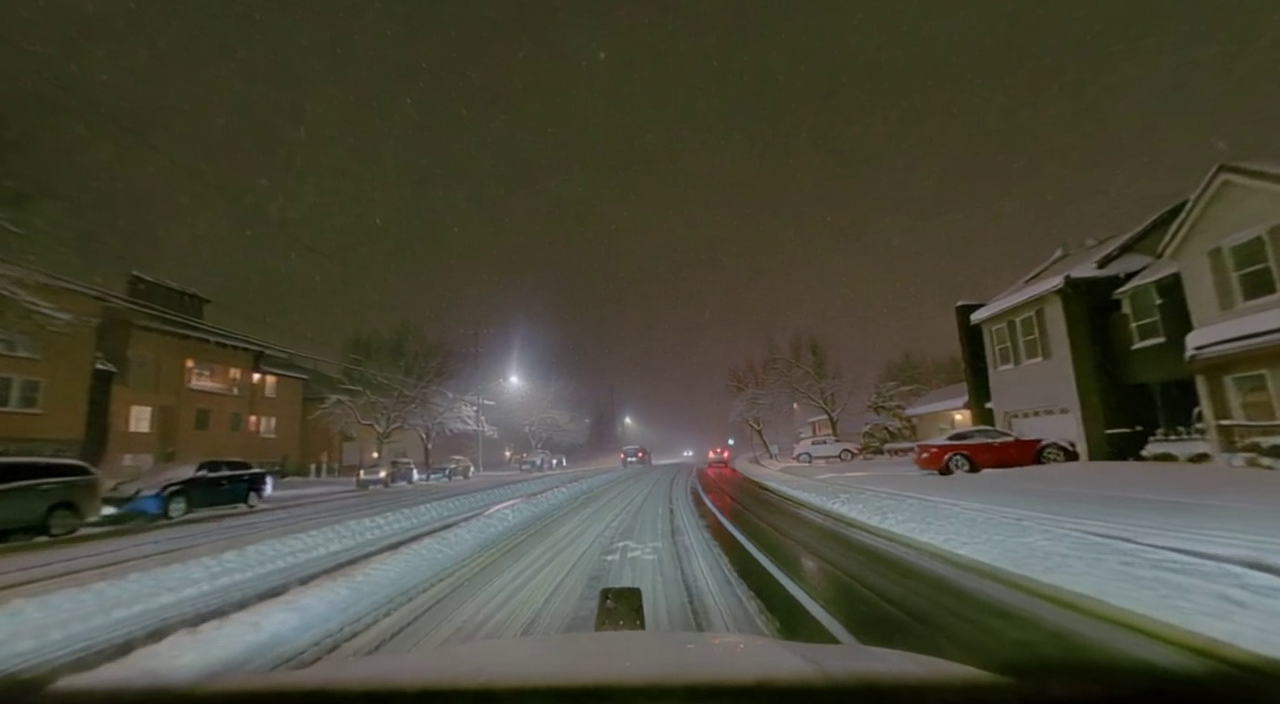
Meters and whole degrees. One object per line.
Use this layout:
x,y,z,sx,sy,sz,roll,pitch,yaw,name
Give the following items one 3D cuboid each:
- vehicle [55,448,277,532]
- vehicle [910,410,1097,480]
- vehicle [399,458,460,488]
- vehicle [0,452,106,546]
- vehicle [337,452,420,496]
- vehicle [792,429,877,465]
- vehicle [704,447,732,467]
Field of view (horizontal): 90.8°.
-13.952,4.017,19.283,2.114,1.931,5.936,-6,-9,2,vehicle
10.918,2.843,19.255,4.383,1.602,1.920,-6,-9,1,vehicle
-12.563,7.225,37.966,1.695,1.423,4.371,-7,-10,6,vehicle
-14.224,3.090,12.718,2.157,1.882,5.479,-5,-9,1,vehicle
-13.260,6.151,32.305,2.009,1.789,4.449,-8,-9,4,vehicle
11.872,5.818,38.787,4.463,1.765,1.960,-5,-8,-1,vehicle
5.938,7.966,48.124,2.016,1.477,4.207,-1,-9,6,vehicle
